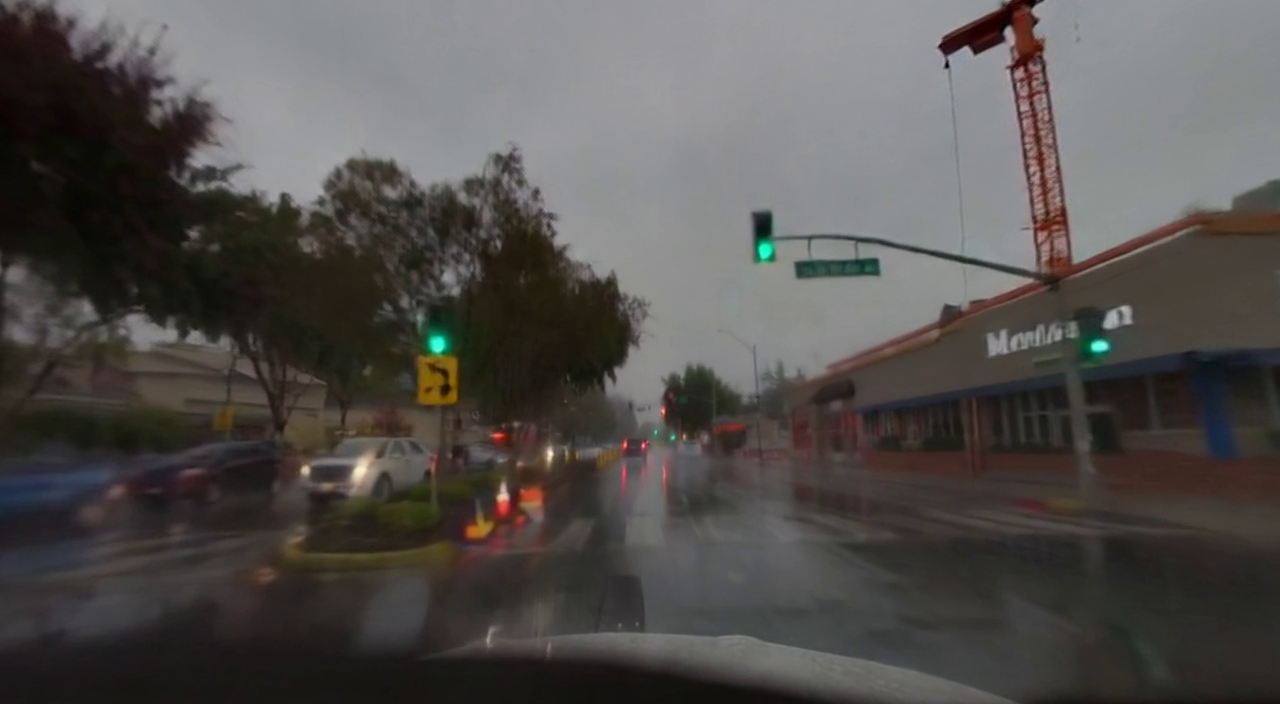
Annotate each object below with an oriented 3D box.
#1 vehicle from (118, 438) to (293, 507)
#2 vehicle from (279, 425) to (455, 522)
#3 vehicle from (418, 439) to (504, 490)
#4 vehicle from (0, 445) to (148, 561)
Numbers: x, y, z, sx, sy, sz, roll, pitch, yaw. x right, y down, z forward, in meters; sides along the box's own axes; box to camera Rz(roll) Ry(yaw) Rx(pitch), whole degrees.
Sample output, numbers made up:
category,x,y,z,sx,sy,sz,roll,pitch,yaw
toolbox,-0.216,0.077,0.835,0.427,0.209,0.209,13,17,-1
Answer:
category,x,y,z,sx,sy,sz,roll,pitch,yaw
vehicle,-12.697,3.504,18.938,1.936,1.769,4.620,0,-8,0
vehicle,-5.763,2.587,14.086,1.983,1.715,4.466,-2,-8,0
vehicle,-5.883,3.730,21.296,1.901,1.498,4.359,0,-9,-4
vehicle,-8.995,1.901,7.966,1.947,1.434,4.557,0,-8,-1
